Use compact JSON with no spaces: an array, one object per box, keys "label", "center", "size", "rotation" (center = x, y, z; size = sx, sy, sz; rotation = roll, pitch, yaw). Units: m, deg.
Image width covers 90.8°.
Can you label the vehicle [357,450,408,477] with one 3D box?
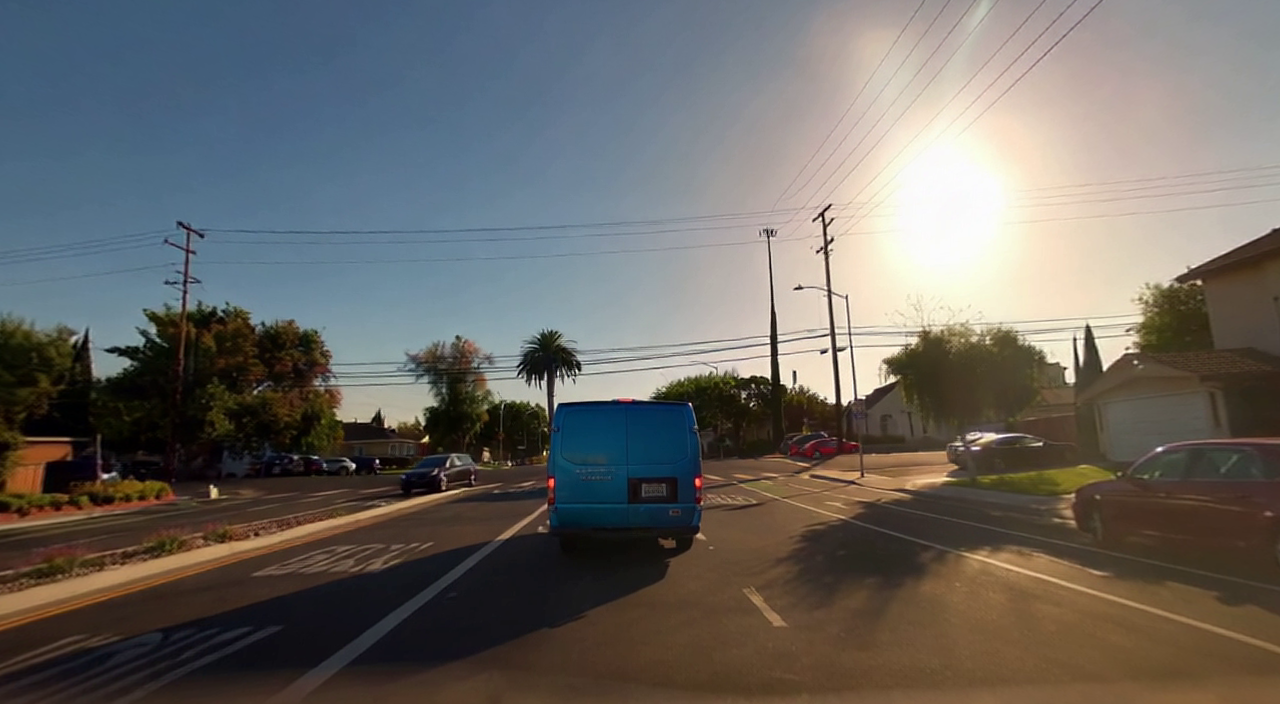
[{"label":"vehicle","center":[-18.013,7.792,44.458],"size":[1.841,1.769,4.105],"rotation":[0,-9,0]}]

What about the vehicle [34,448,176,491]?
[{"label":"vehicle","center":[-26.917,5.903,31.932],"size":[5.026,2.017,2.215],"rotation":[0,-9,-1]}]

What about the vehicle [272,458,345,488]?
[{"label":"vehicle","center":[-18.458,6.737,35.382],"size":[1.816,1.445,4.120],"rotation":[0,-9,0]}]

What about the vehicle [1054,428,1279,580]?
[{"label":"vehicle","center":[7.337,1.693,7.465],"size":[1.883,1.504,4.220],"rotation":[0,-9,-2]}]

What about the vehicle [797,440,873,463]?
[{"label":"vehicle","center":[13.095,6.676,42.548],"size":[4.483,1.463,1.805],"rotation":[0,-9,-1]}]

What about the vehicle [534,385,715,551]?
[{"label":"vehicle","center":[-0.341,1.861,10.709],"size":[2.342,2.142,4.809],"rotation":[0,-9,-4]}]

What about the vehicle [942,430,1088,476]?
[{"label":"vehicle","center":[13.128,3.563,22.294],"size":[3.916,1.517,1.887],"rotation":[0,-9,-1]}]

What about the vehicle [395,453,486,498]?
[{"label":"vehicle","center":[-7.425,4.628,24.017],"size":[1.962,1.481,4.434],"rotation":[0,-9,1]}]

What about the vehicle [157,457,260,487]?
[{"label":"vehicle","center":[-27.429,7.621,40.316],"size":[4.972,1.776,2.057],"rotation":[0,-9,-1]}]
